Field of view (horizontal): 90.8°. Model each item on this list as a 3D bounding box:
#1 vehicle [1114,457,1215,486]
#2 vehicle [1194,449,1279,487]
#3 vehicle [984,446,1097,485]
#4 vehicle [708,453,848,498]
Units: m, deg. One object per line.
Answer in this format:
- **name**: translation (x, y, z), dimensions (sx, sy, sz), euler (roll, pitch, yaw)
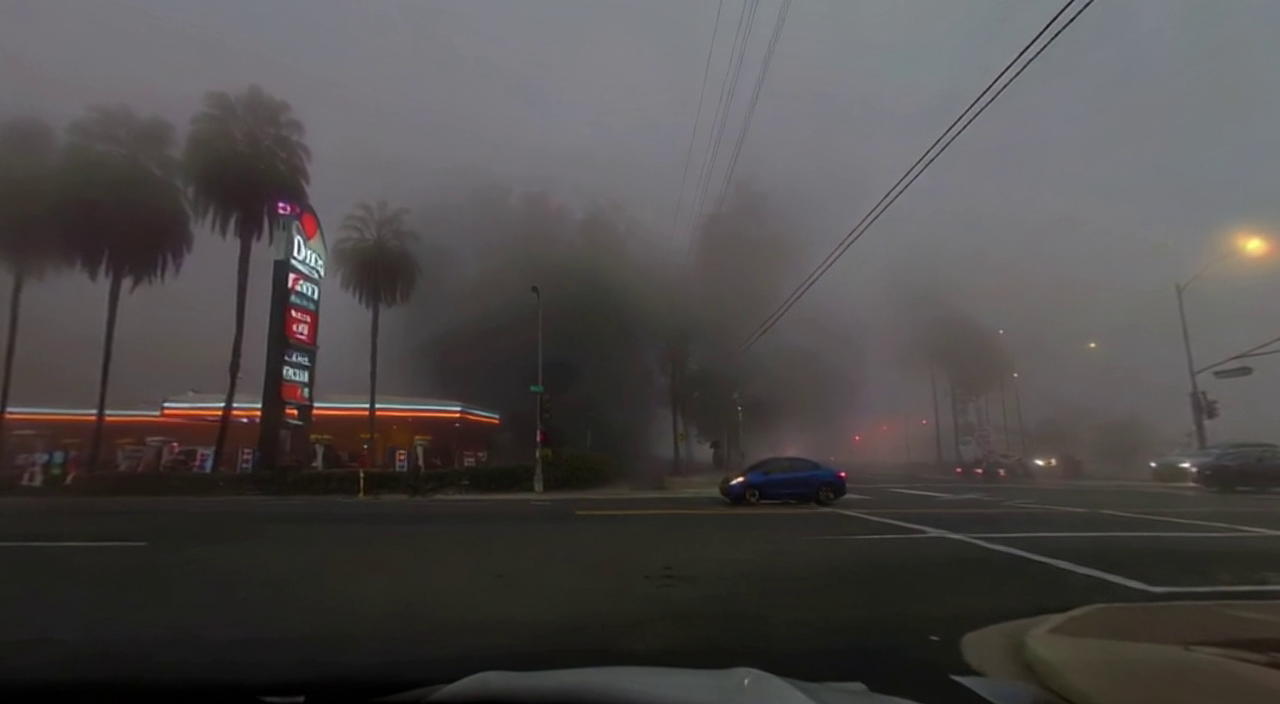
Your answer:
- **vehicle**: translation (31.740, 7.217, 38.422), dimensions (2.074, 1.480, 4.369), euler (1, -8, -6)
- **vehicle**: translation (34.933, 6.409, 35.219), dimensions (2.490, 1.958, 5.823), euler (1, -8, -5)
- **vehicle**: translation (22.086, 6.245, 34.932), dimensions (4.880, 1.754, 2.202), euler (-1, -5, -6)
- **vehicle**: translation (4.919, 4.454, 22.932), dimensions (4.570, 1.480, 1.873), euler (0, -8, -4)
